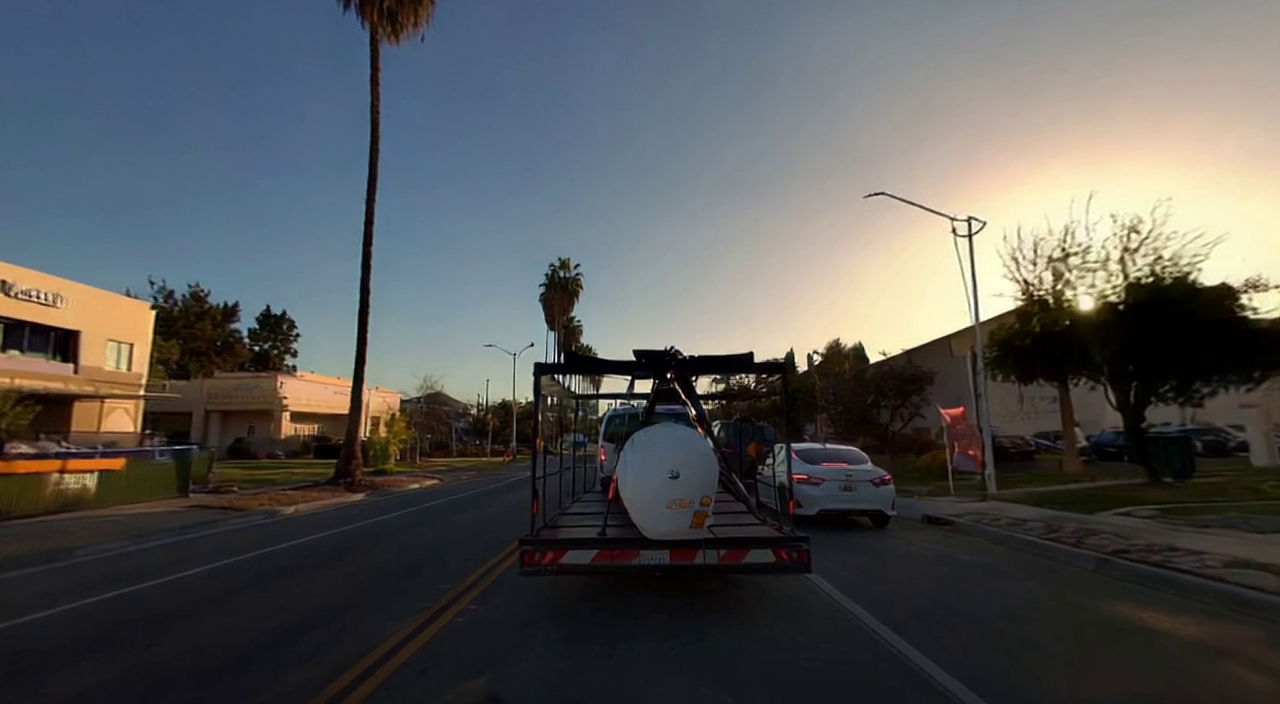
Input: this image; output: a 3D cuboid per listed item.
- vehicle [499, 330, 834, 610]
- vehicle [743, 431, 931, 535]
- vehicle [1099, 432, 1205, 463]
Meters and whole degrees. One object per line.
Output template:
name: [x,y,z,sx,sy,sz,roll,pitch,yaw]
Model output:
vehicle: [0.187,1.430,8.492,2.728,2.305,6.506,0,-8,-1]
vehicle: [3.223,2.217,11.282,2.010,1.499,4.107,0,-8,0]
vehicle: [28.544,5.332,35.177,4.193,1.633,1.928,-5,-9,26]
